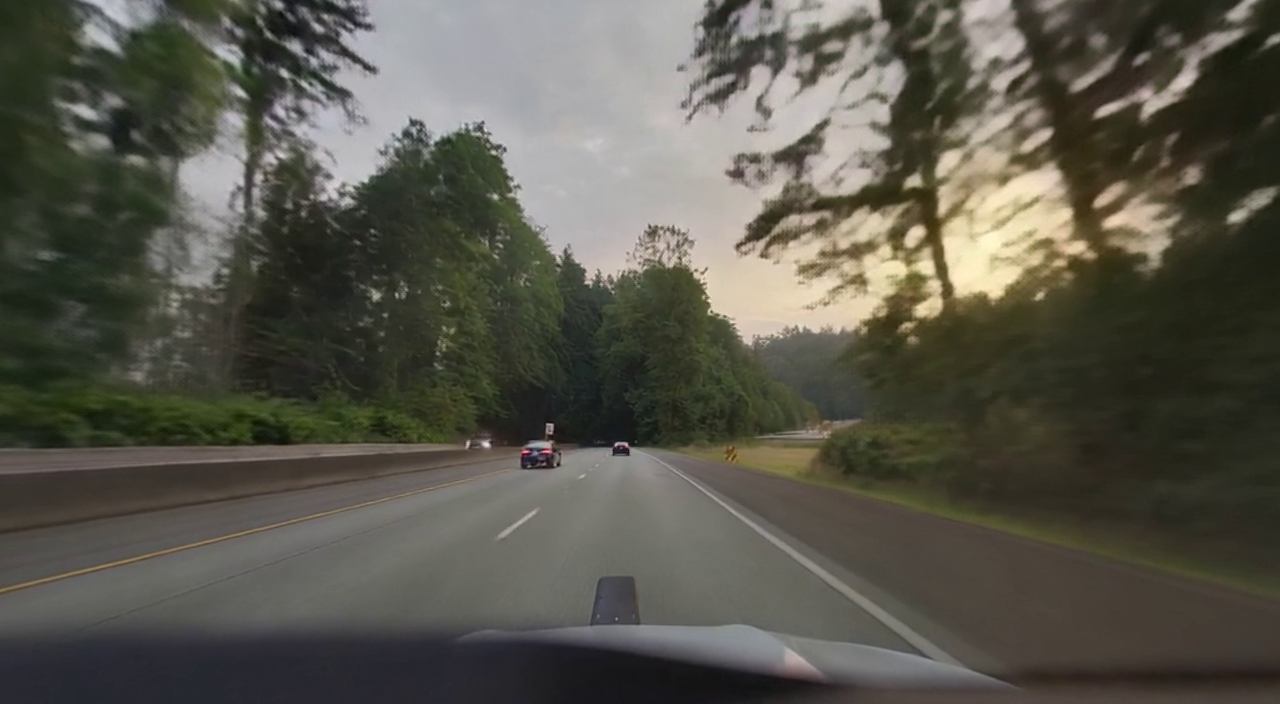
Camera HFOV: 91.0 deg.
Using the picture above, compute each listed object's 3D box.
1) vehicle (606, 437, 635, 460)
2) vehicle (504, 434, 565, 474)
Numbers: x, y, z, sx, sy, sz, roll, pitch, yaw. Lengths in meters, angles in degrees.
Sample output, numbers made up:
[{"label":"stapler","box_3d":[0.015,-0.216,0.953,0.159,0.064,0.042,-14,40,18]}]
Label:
[{"label":"vehicle","box_3d":[-1.541,7.556,49.445,2.159,1.670,4.395,0,-8,-1]},{"label":"vehicle","box_3d":[-4.772,4.676,29.117,2.111,1.645,4.382,0,-8,-1]}]
